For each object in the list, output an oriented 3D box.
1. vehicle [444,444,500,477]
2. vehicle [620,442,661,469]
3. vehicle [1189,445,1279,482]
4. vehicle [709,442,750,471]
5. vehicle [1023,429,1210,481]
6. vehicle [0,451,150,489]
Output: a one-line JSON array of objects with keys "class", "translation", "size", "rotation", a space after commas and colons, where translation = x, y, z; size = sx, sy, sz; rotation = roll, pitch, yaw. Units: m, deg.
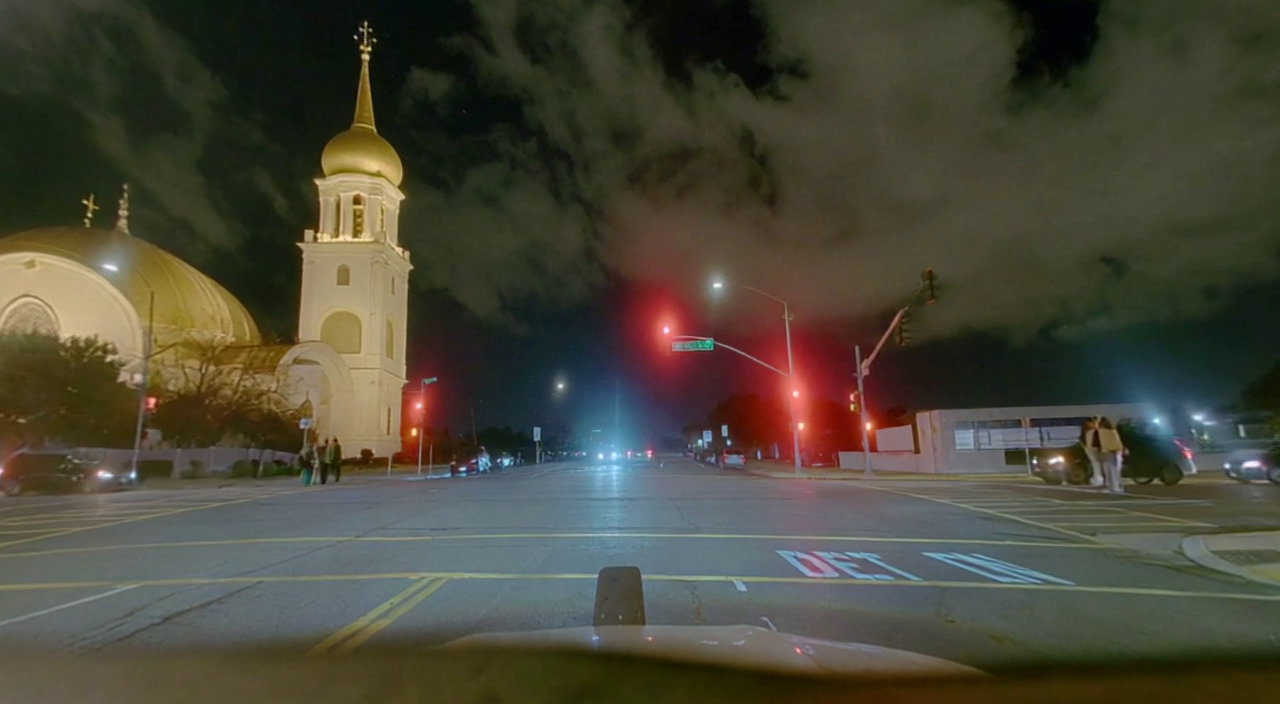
[{"class": "vehicle", "translation": [-10.237, 6.614, 38.950], "size": [2.076, 1.876, 4.669], "rotation": [0, -8, 1]}, {"class": "vehicle", "translation": [0.085, 6.992, 42.976], "size": [2.051, 1.724, 4.567], "rotation": [-1, -9, 9]}, {"class": "vehicle", "translation": [26.378, 4.680, 26.679], "size": [4.561, 1.475, 1.850], "rotation": [0, -8, 0]}, {"class": "vehicle", "translation": [5.826, 6.859, 41.508], "size": [1.969, 1.776, 4.329], "rotation": [0, -8, -2]}, {"class": "vehicle", "translation": [19.865, 4.305, 26.579], "size": [5.852, 2.057, 2.361], "rotation": [0, -8, 0]}, {"class": "vehicle", "translation": [-23.363, 4.867, 26.219], "size": [4.479, 1.476, 1.873], "rotation": [0, -8, 1]}]
